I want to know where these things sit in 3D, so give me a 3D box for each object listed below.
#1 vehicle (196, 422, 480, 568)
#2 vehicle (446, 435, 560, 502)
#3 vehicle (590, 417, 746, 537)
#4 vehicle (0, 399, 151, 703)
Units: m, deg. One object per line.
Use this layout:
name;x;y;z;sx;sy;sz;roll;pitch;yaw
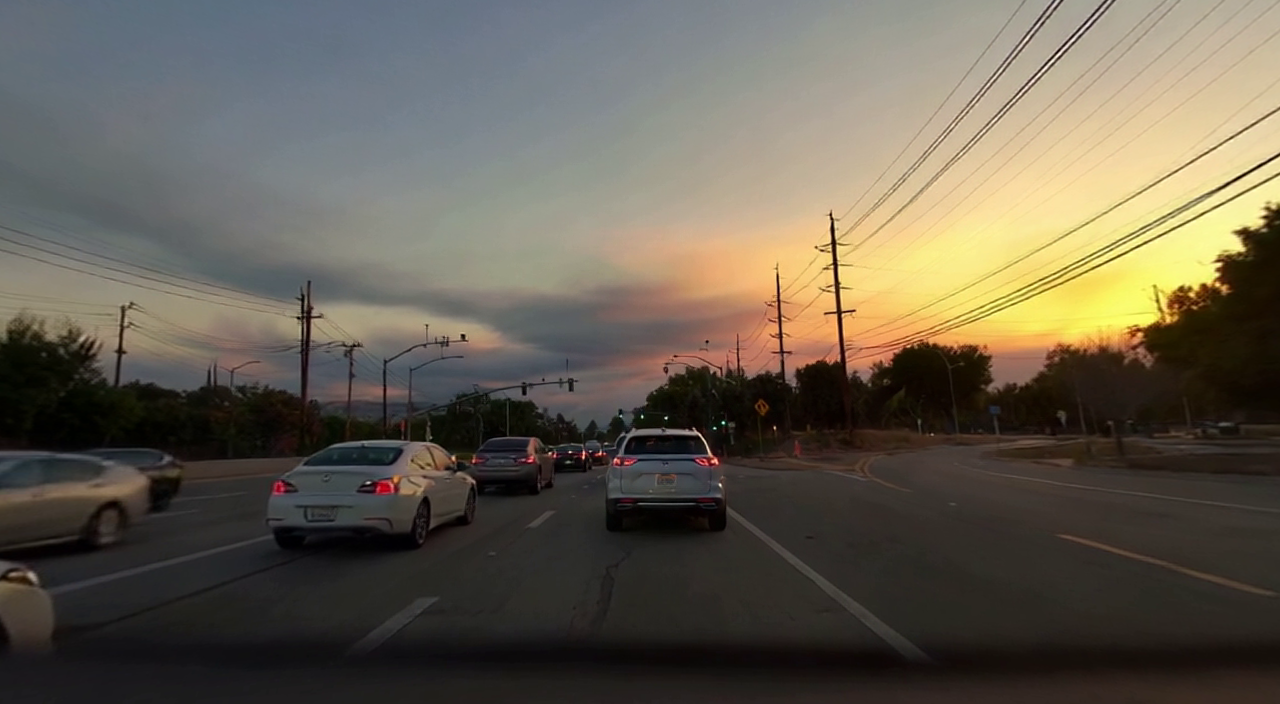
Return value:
vehicle;-3.807;1.862;8.926;1.999;1.563;4.007;0;-9;0
vehicle;-3.615;3.165;17.554;2.018;1.621;4.441;-1;-9;2
vehicle;0.436;2.077;11.001;2.205;1.691;3.937;0;-9;1
vehicle;-3.764;0.707;1.029;2.051;1.488;4.806;0;-9;0
